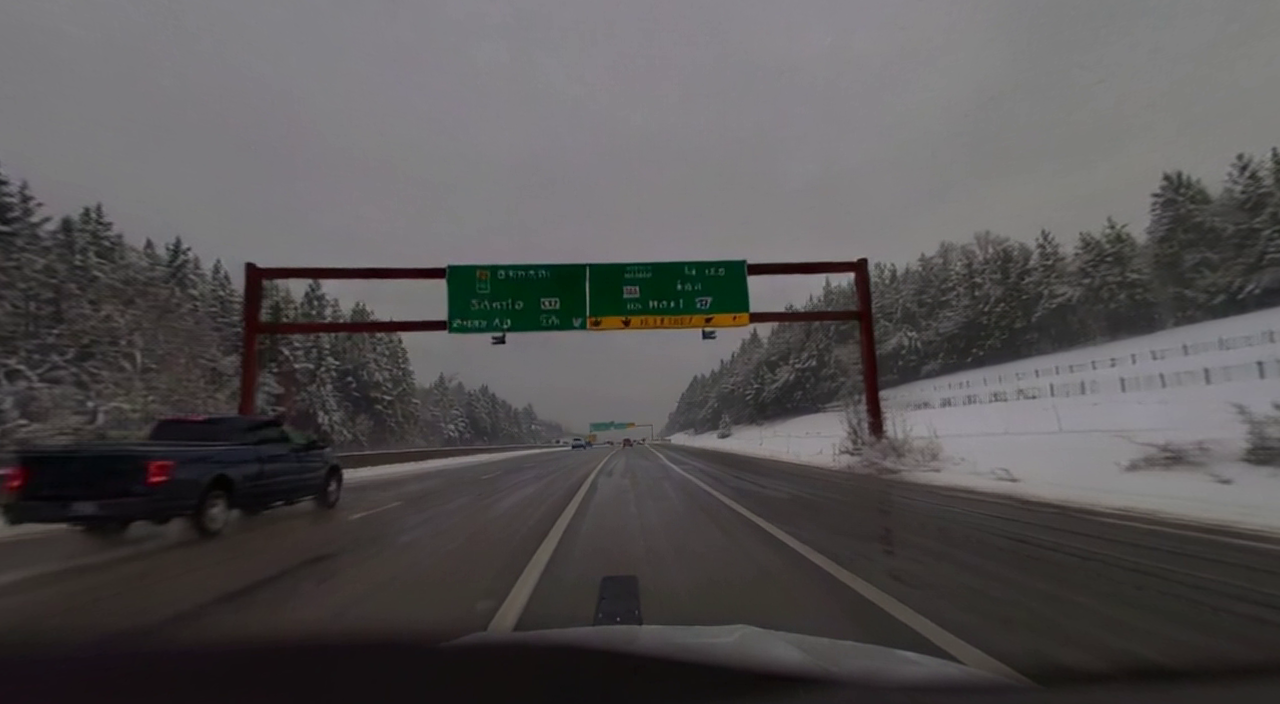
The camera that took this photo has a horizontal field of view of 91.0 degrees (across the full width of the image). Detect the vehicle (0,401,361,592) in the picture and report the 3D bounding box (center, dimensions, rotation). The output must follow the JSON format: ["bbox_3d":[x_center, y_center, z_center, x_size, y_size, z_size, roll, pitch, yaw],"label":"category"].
[{"bbox_3d":[-5.591,1.606,7.974,2.055,1.662,4.773,0,-8,-2],"label":"vehicle"}]
